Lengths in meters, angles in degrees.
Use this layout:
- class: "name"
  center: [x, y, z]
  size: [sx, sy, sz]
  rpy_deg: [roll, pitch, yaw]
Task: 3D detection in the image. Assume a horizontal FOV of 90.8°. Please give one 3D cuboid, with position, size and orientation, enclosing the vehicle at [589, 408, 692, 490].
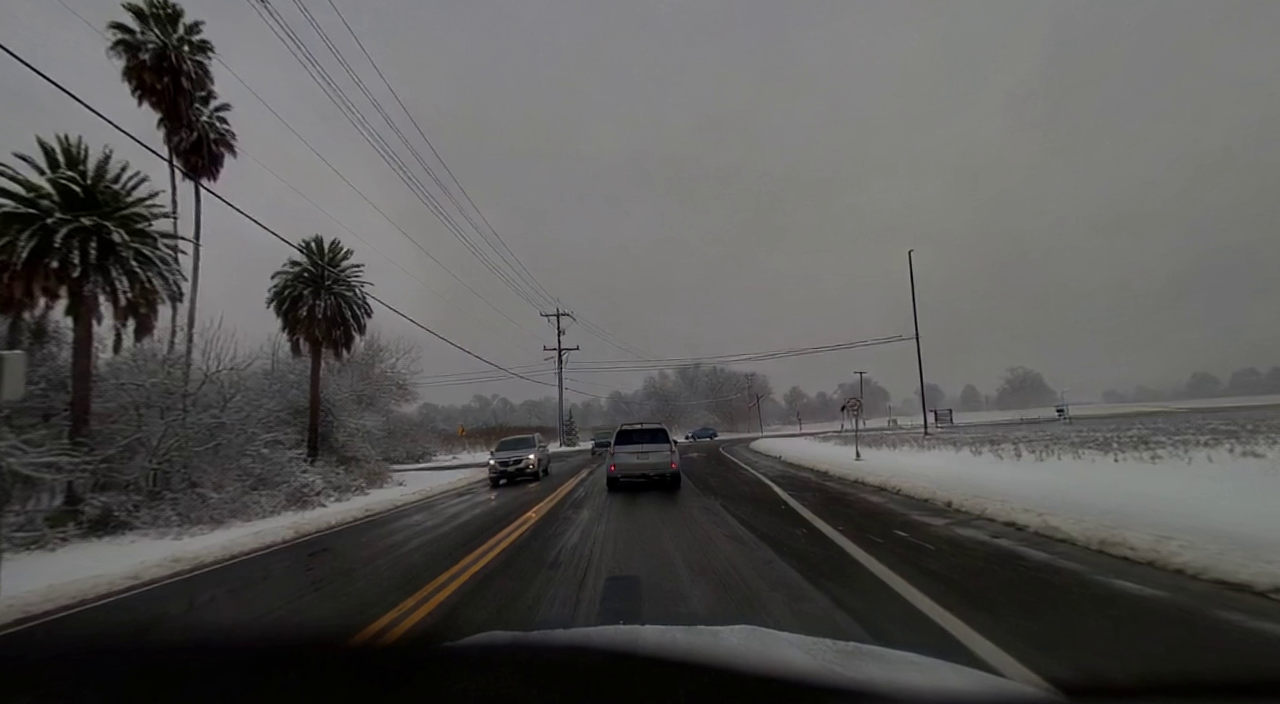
- class: "vehicle"
  center: [-0.035, 2.569, 16.885]
  size: [2.364, 1.859, 4.538]
  rpy_deg: [0, -8, -1]

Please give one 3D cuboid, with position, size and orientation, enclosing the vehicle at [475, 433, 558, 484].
- class: "vehicle"
  center: [-4.193, 3.674, 22.076]
  size: [2.079, 1.606, 3.775]
  rpy_deg: [0, -8, 0]
